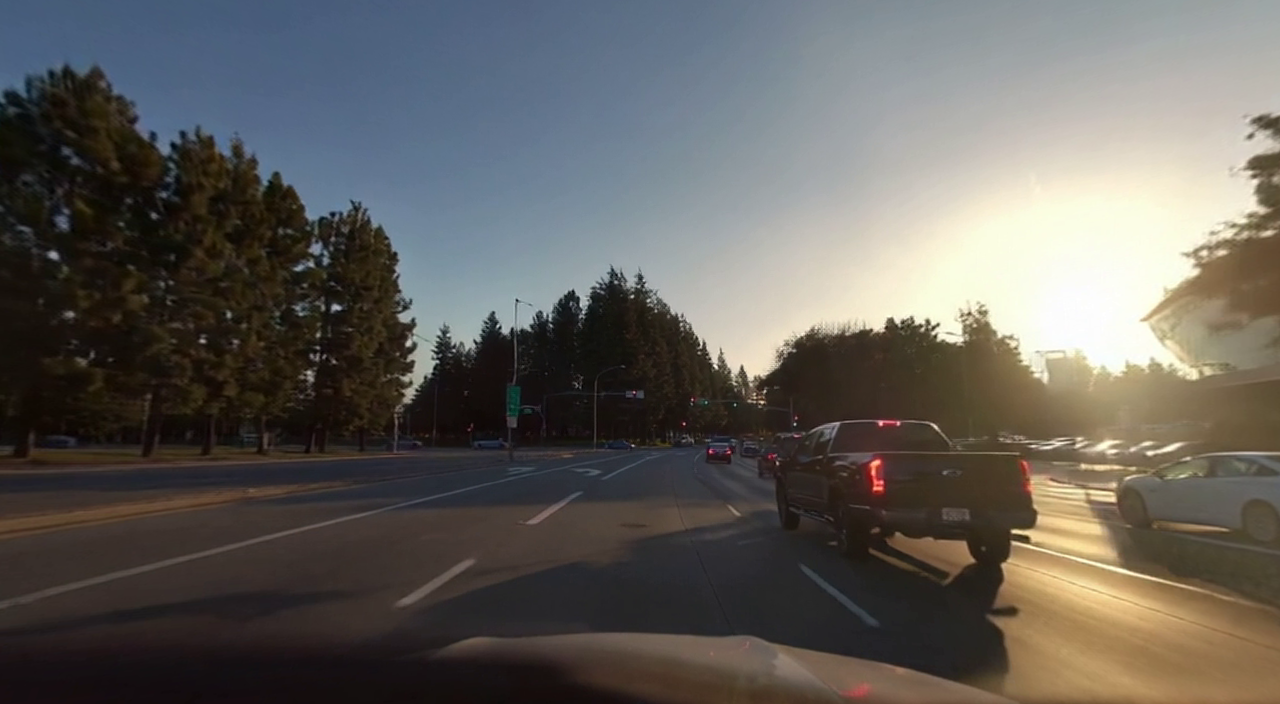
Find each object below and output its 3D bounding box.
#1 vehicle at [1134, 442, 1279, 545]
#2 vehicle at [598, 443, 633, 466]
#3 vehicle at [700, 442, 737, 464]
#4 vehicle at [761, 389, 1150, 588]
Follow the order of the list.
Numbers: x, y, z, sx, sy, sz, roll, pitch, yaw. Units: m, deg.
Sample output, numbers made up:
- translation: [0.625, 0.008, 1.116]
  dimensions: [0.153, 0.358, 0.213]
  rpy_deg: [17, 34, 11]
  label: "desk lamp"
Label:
- translation: [10.545, 2.210, 9.877]
  dimensions: [1.963, 1.513, 4.600]
  rpy_deg: [1, -8, 1]
  label: "vehicle"
- translation: [-1.684, 7.232, 44.663]
  dimensions: [1.958, 1.542, 4.175]
  rpy_deg: [-1, -8, 5]
  label: "vehicle"
- translation: [5.867, 7.630, 47.651]
  dimensions: [2.292, 1.563, 4.734]
  rpy_deg: [0, -8, 2]
  label: "vehicle"
- translation: [3.403, 1.652, 8.609]
  dimensions: [2.333, 1.777, 5.713]
  rpy_deg: [0, -8, 0]
  label: "vehicle"
